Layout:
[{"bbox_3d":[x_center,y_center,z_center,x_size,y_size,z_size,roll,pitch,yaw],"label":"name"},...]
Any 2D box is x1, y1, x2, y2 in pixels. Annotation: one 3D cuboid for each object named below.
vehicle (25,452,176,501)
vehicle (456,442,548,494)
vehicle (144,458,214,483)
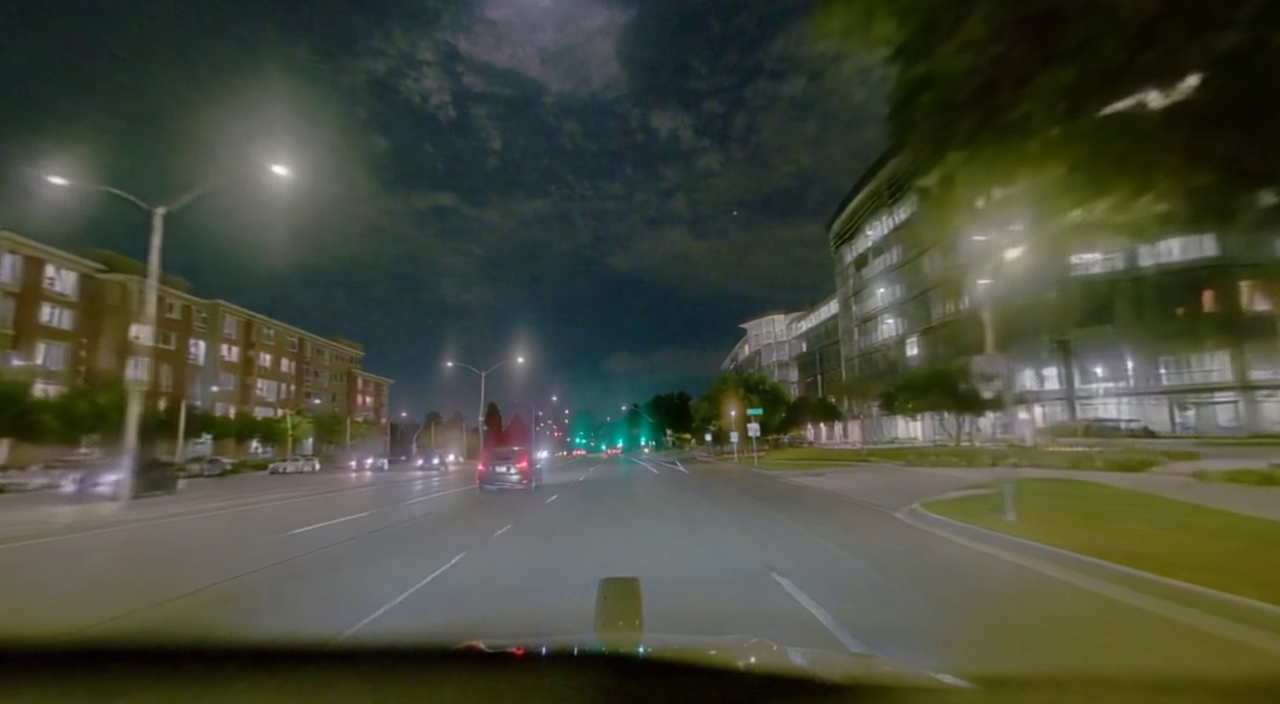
[{"bbox_3d":[-19.892,4.564,23.573,2.159,1.613,3.873,0,-8,1],"label":"vehicle"},{"bbox_3d":[-4.265,3.642,20.260,2.025,1.474,4.292,0,-8,-1],"label":"vehicle"},{"bbox_3d":[-33.569,8.616,46.148,1.885,1.538,4.642,0,-8,-4],"label":"vehicle"}]
